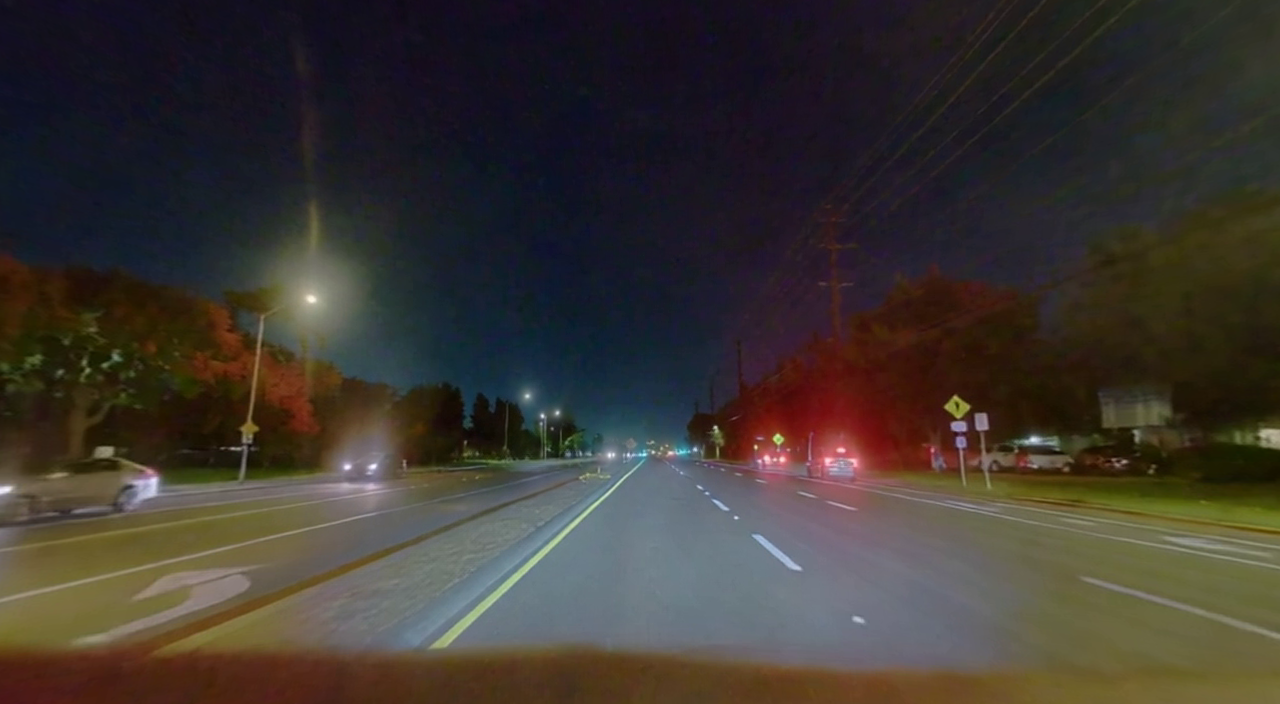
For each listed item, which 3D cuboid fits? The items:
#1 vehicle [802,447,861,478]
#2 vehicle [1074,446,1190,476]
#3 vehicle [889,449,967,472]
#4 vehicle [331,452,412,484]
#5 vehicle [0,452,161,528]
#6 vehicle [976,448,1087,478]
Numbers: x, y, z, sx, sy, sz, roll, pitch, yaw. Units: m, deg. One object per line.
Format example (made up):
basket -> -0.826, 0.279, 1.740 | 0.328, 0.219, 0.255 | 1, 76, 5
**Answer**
vehicle -> 12.174, 7.043, 40.443 | 2.182, 1.768, 4.904 | 0, -8, 0
vehicle -> 25.610, 5.706, 32.922 | 4.368, 1.394, 1.983 | 1, -10, 1
vehicle -> 19.969, 7.517, 43.873 | 4.643, 1.520, 1.894 | -3, -8, 18
vehicle -> -13.767, 5.944, 32.631 | 2.047, 1.467, 4.611 | 0, -8, 1
vehicle -> -13.978, 3.118, 14.682 | 1.902, 1.470, 4.678 | 0, -8, 1
vehicle -> 20.694, 5.869, 33.447 | 4.664, 1.504, 1.816 | 0, -8, 1
